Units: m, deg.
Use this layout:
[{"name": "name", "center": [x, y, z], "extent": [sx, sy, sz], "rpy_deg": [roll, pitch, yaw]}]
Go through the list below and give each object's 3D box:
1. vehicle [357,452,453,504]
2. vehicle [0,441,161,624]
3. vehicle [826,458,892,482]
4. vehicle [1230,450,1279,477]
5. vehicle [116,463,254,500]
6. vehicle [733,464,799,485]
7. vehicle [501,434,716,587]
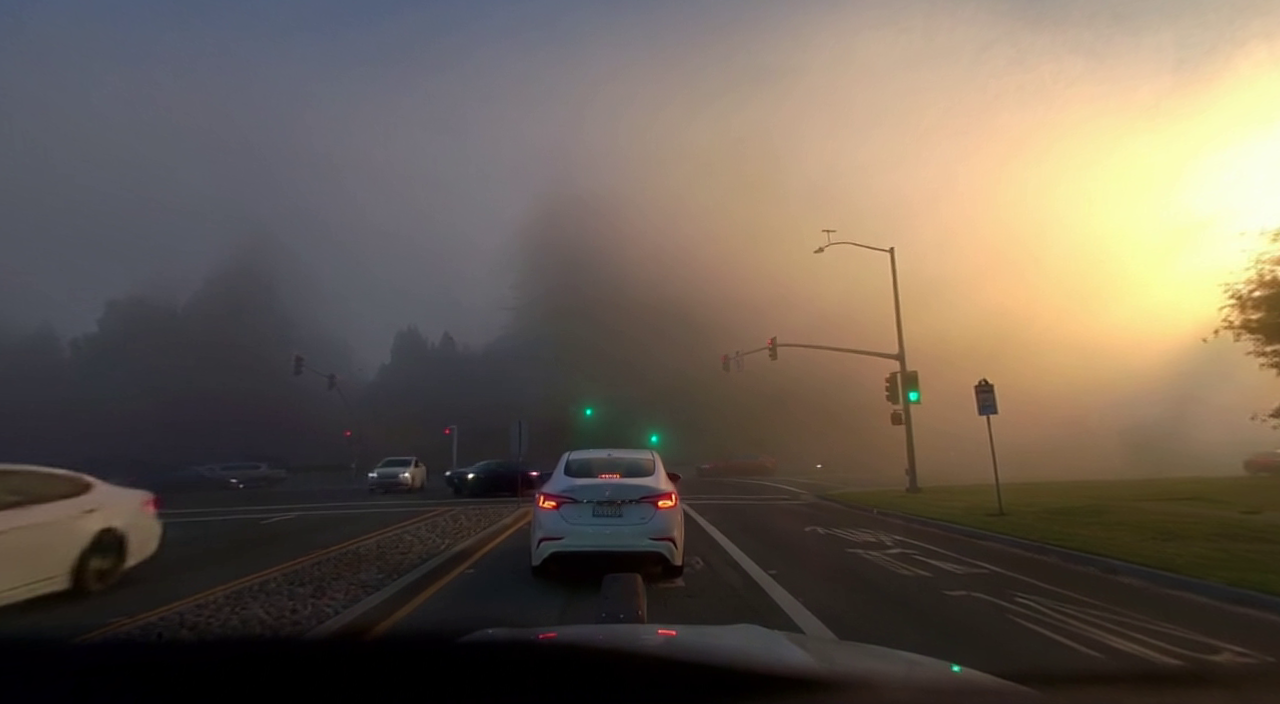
[{"name": "vehicle", "center": [-7.880, 4.225, 21.700], "extent": [2.078, 1.534, 4.646], "rpy_deg": [1, -9, -8]}, {"name": "vehicle", "center": [-6.154, 1.376, 4.568], "extent": [2.073, 1.459, 4.495], "rpy_deg": [0, -9, -4]}, {"name": "vehicle", "center": [16.503, 8.877, 47.546], "extent": [4.337, 1.637, 1.860], "rpy_deg": [2, -9, -16]}, {"name": "vehicle", "center": [37.730, 6.596, 37.427], "extent": [4.601, 1.485, 1.929], "rpy_deg": [3, -9, -18]}, {"name": "vehicle", "center": [-20.111, 5.730, 28.166], "extent": [4.548, 1.449, 1.802], "rpy_deg": [2, -9, -13]}, {"name": "vehicle", "center": [9.076, 8.805, 45.528], "extent": [4.254, 1.359, 1.895], "rpy_deg": [2, -9, -16]}, {"name": "vehicle", "center": [-0.345, 1.884, 8.424], "extent": [2.112, 1.479, 4.264], "rpy_deg": [0, -9, -1]}]
